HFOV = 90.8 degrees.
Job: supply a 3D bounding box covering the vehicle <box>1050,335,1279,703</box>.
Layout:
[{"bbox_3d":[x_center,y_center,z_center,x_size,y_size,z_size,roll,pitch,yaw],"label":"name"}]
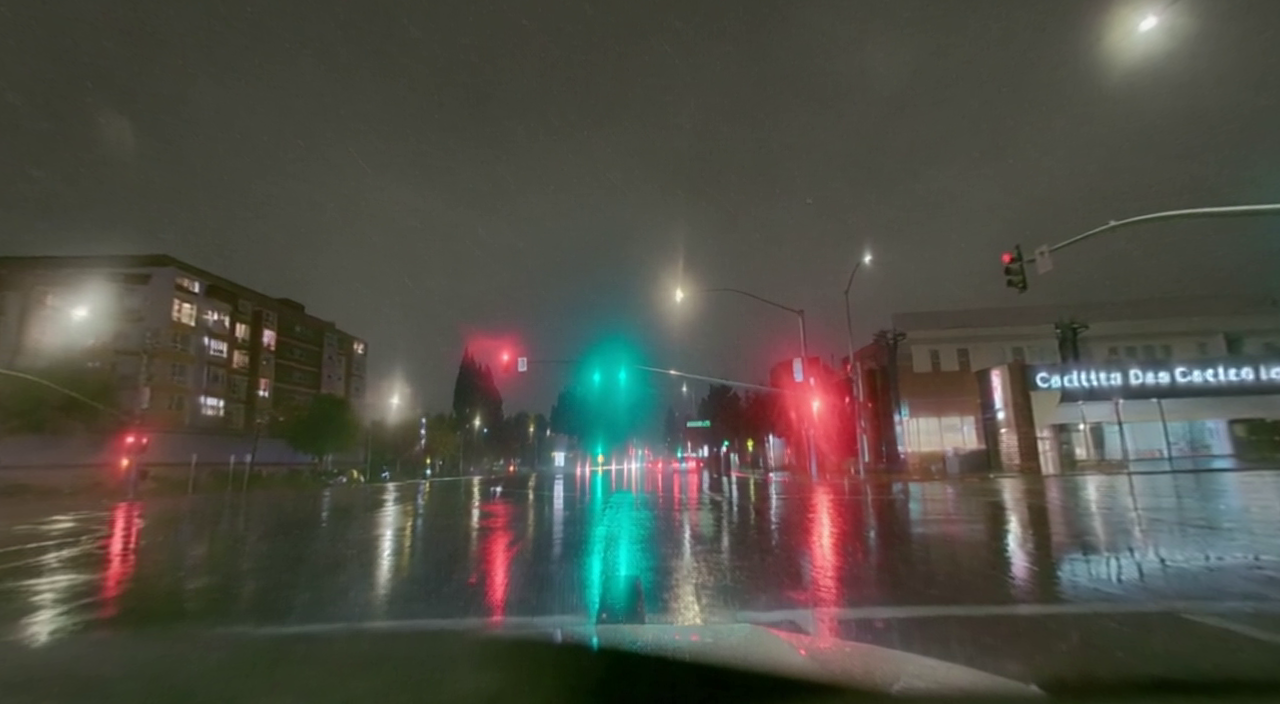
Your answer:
[{"bbox_3d":[3.294,0.630,1.132,1.973,1.697,4.377,0,-8,-3],"label":"vehicle"}]
